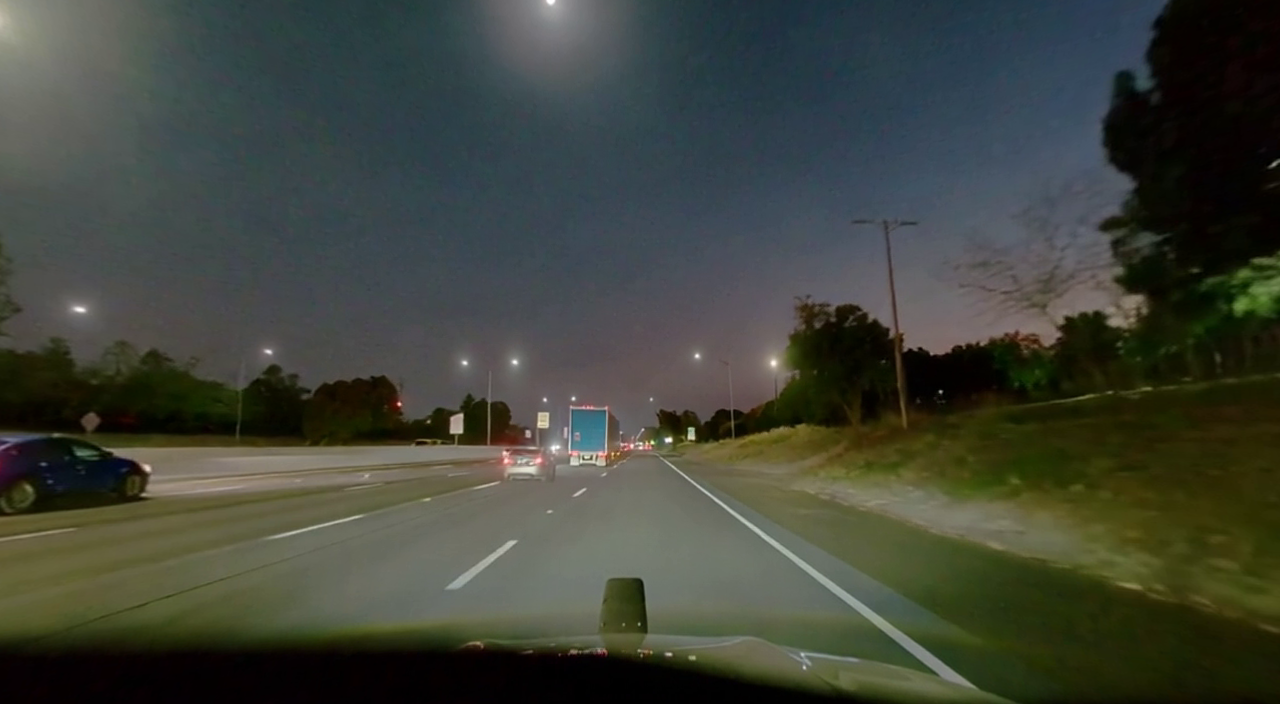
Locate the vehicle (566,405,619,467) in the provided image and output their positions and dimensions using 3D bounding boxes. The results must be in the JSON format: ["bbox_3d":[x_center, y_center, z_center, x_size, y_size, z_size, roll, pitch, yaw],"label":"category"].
[{"bbox_3d":[-3.324,6.467,47.949,2.905,4.037,12.921,0,-8,0],"label":"vehicle"}]

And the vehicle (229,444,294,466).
[{"bbox_3d":[-24.932,6.784,41.684,1.815,1.408,3.971,0,-8,0],"label":"vehicle"}]

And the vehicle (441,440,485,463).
[{"bbox_3d":[-13.707,7.750,49.151,2.017,1.685,4.732,0,-8,1],"label":"vehicle"}]

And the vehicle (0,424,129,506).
[{"bbox_3d":[-14.405,2.518,14.164,1.997,1.695,4.492,0,-8,1],"label":"vehicle"}]

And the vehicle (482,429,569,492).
[{"bbox_3d":[-3.679,3.581,21.184,2.058,1.840,4.443,0,-8,0],"label":"vehicle"}]
